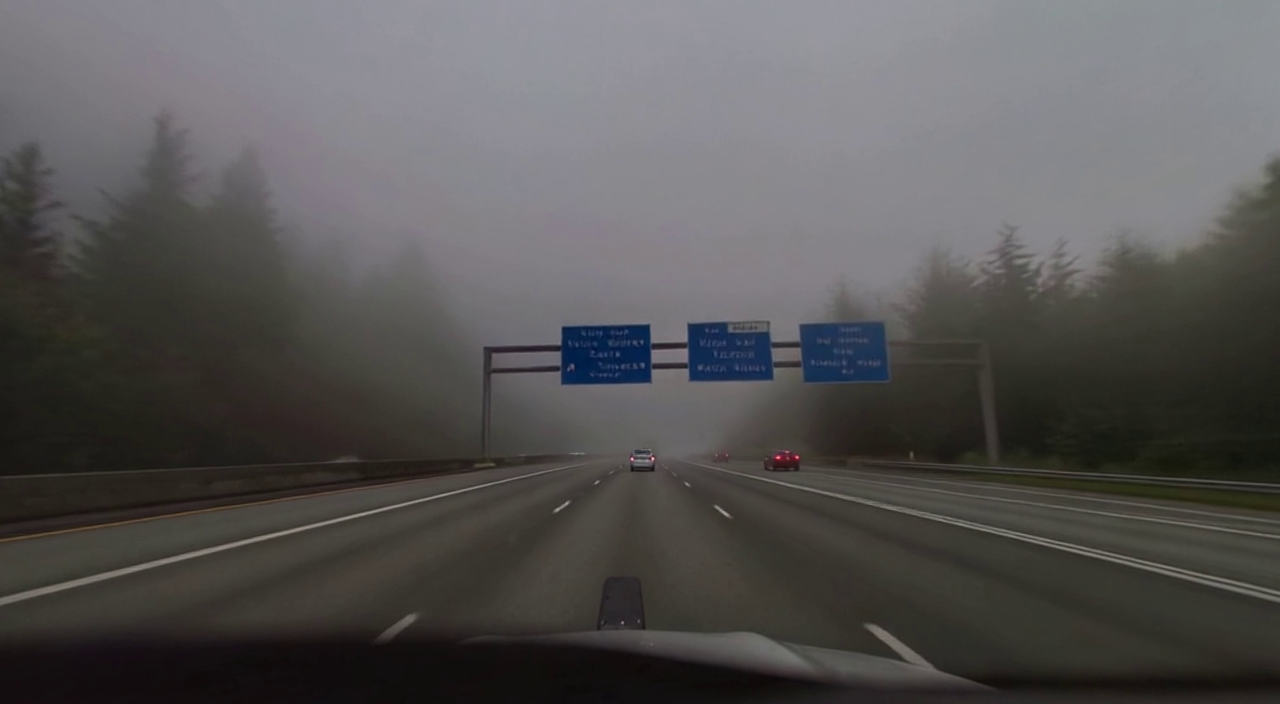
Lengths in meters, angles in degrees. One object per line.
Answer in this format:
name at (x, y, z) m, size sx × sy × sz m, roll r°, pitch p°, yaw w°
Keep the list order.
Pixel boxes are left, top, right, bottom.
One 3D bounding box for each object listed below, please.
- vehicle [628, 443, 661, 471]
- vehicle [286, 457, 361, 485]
vehicle at (0.300, 7.218, 43.486) m, size 2.167 × 1.847 × 4.097 m, roll 0°, pitch -9°, yaw 0°
vehicle at (-18.070, 6.778, 36.218) m, size 1.859 × 1.437 × 4.679 m, roll 0°, pitch -9°, yaw 1°
